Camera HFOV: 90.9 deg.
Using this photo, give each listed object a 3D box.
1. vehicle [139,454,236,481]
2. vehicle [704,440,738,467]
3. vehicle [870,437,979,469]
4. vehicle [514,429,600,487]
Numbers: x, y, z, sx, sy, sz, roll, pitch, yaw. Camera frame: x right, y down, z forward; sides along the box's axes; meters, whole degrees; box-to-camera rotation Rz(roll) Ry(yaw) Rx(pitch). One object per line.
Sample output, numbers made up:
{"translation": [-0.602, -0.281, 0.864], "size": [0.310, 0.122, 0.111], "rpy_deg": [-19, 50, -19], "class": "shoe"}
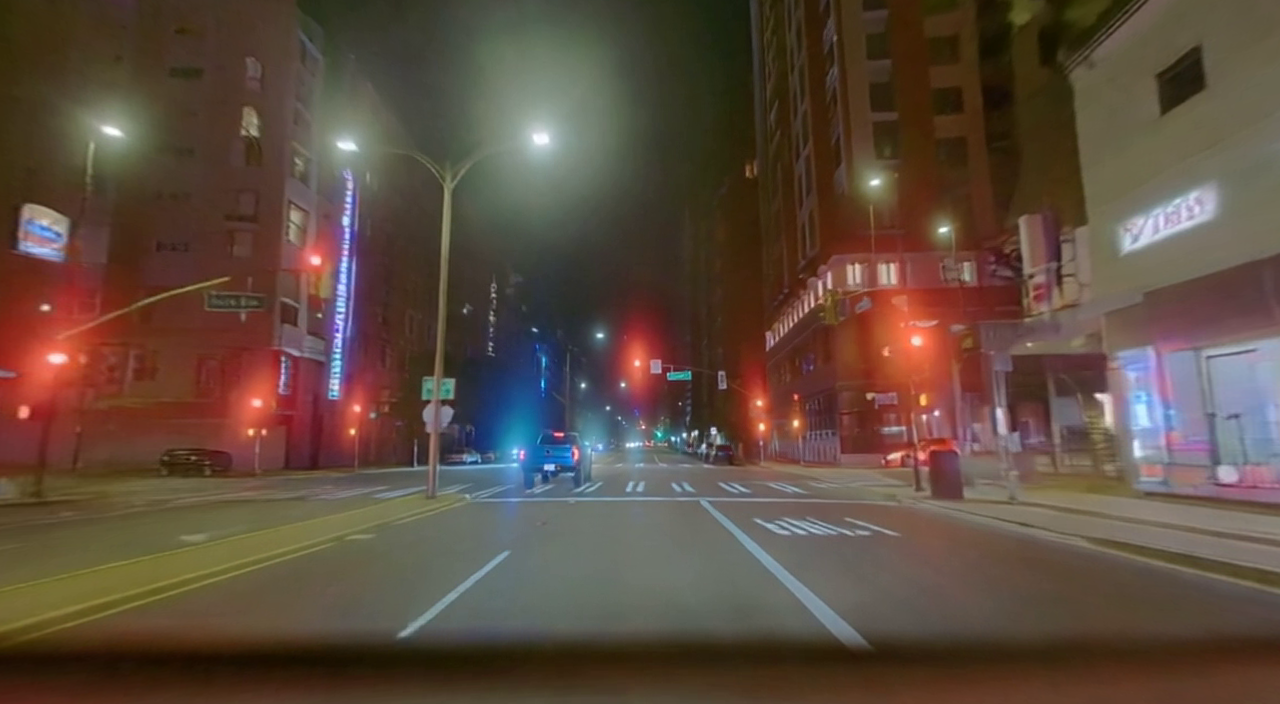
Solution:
{"translation": [-24.403, 6.218, 34.086], "size": [3.897, 1.388, 1.671], "rpy_deg": [0, -8, -1], "class": "vehicle"}
{"translation": [6.015, 7.564, 47.167], "size": [2.001, 1.861, 4.536], "rpy_deg": [0, -9, 1], "class": "vehicle"}
{"translation": [13.990, 4.997, 31.210], "size": [4.447, 1.484, 1.928], "rpy_deg": [0, -9, 2], "class": "vehicle"}
{"translation": [-2.727, 3.677, 22.187], "size": [2.197, 1.786, 5.365], "rpy_deg": [0, -9, 1], "class": "vehicle"}
